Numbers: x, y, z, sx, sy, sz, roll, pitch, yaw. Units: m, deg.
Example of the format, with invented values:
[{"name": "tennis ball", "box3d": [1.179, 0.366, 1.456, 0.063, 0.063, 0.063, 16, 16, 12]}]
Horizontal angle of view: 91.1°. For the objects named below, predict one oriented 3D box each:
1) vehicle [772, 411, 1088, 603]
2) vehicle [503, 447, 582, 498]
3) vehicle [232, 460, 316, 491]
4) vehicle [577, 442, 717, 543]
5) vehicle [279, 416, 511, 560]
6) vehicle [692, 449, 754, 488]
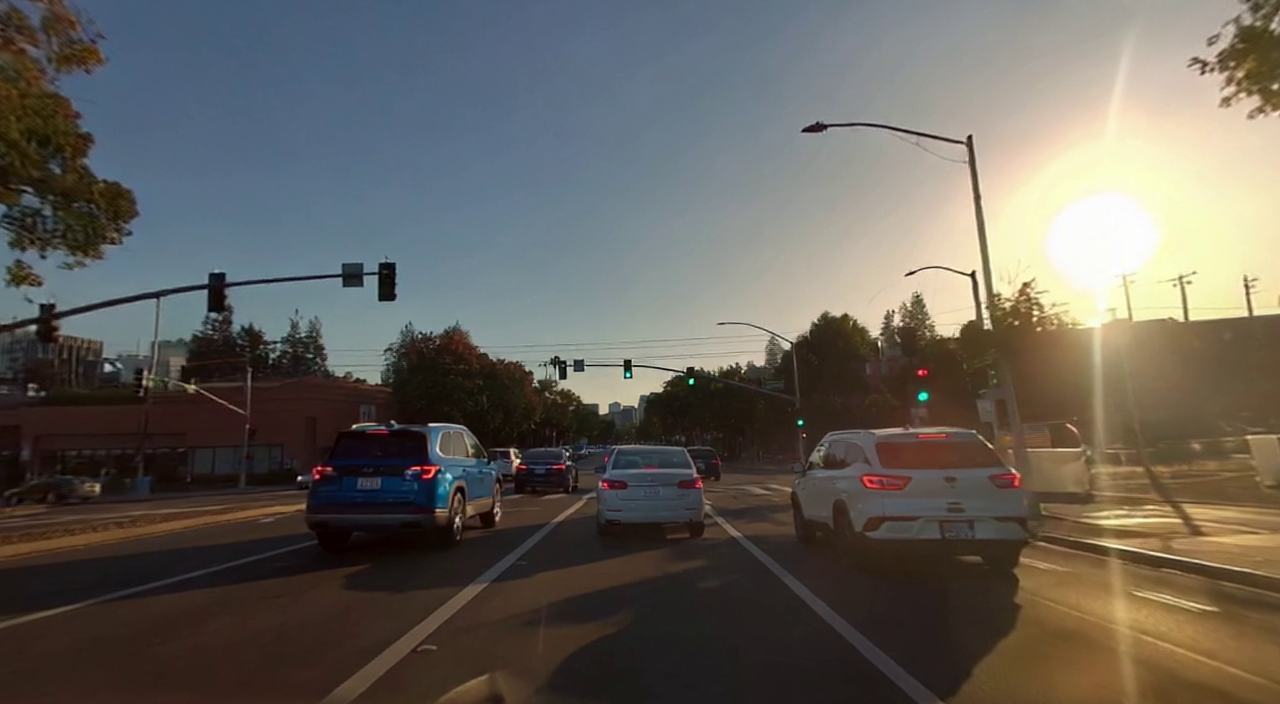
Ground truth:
[{"name": "vehicle", "box3d": [3.138, 1.763, 8.082, 1.880, 1.747, 4.500, 0, -9, 0]}, {"name": "vehicle", "box3d": [-3.148, 3.955, 21.036, 1.868, 1.516, 4.114, 0, -9, 2]}, {"name": "vehicle", "box3d": [-22.600, 7.587, 38.783, 4.931, 1.736, 1.969, -5, -10, 26]}, {"name": "vehicle", "box3d": [0.056, 2.361, 11.216, 2.051, 1.460, 3.932, 0, -9, -1]}, {"name": "vehicle", "box3d": [-3.495, 2.014, 10.006, 1.889, 1.767, 4.289, 0, -9, 1]}, {"name": "vehicle", "box3d": [3.366, 4.826, 26.394, 2.038, 1.476, 4.356, 0, -9, 1]}]
